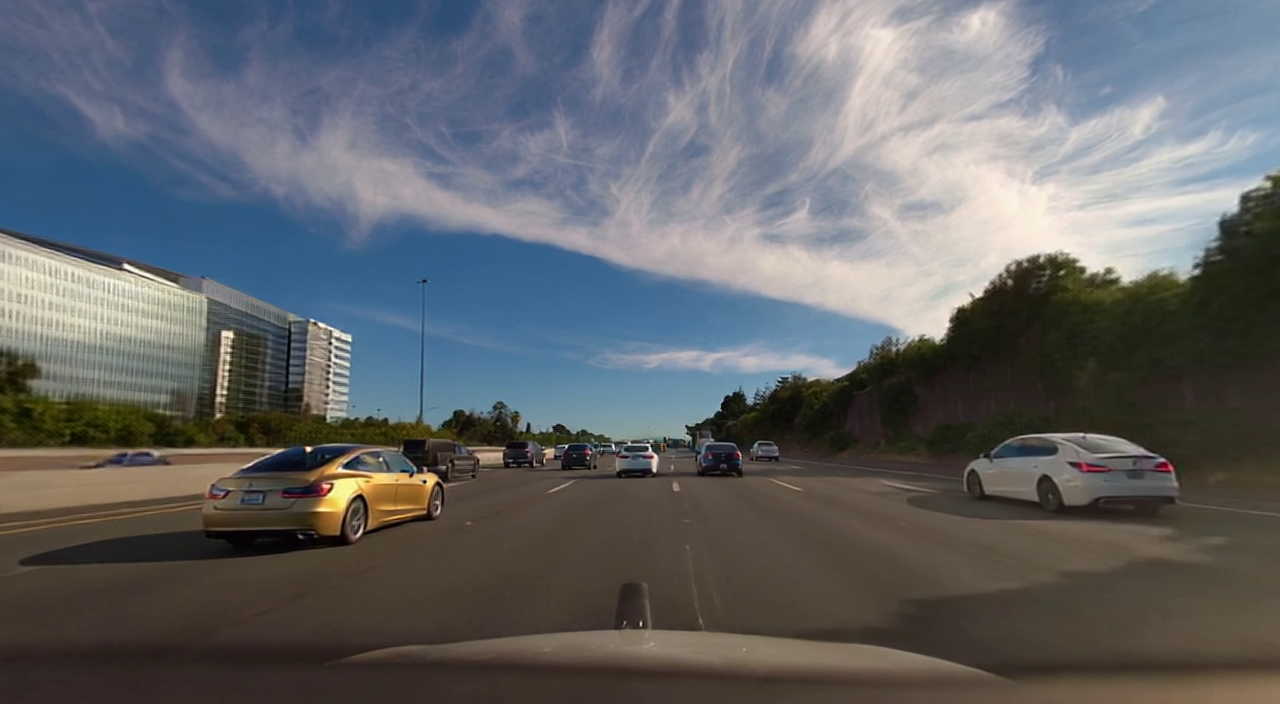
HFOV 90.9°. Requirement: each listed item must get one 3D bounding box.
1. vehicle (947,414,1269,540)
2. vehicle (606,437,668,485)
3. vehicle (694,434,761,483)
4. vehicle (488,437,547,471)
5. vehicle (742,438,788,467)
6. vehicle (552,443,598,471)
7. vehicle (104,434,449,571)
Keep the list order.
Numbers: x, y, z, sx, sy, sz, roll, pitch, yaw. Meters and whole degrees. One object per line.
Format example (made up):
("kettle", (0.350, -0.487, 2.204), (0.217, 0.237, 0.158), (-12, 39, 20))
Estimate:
("vehicle", (7.767, 2.111, 11.360), (1.960, 1.726, 5.016), (0, -8, 1))
("vehicle", (-0.019, 4.059, 23.784), (2.102, 1.624, 4.257), (-1, -8, 3))
("vehicle", (3.274, 4.083, 24.476), (2.114, 1.715, 4.136), (-1, -8, 2))
("vehicle", (-7.123, 5.994, 37.382), (2.187, 1.851, 5.085), (-1, -8, 4))
("vehicle", (7.958, 6.432, 40.519), (2.071, 1.754, 4.484), (0, -8, 1))
("vehicle", (-3.562, 5.846, 35.231), (1.886, 1.455, 4.148), (-1, -8, 3))
("vehicle", (-4.735, 1.999, 9.316), (2.116, 1.473, 4.644), (-1, -8, 4))
